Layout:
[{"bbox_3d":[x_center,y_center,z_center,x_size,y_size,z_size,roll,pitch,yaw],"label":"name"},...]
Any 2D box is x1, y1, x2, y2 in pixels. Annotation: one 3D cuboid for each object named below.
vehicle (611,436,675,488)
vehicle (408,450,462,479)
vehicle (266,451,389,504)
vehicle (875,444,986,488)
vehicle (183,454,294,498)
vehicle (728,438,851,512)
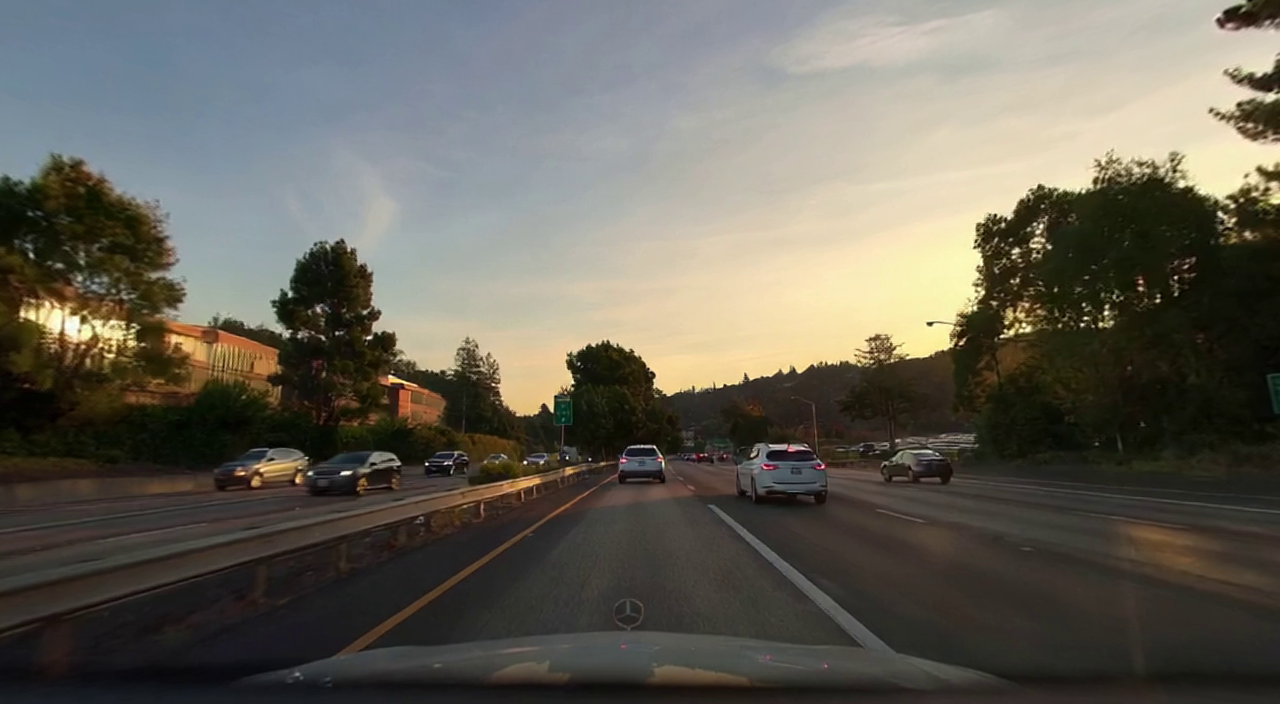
[{"bbox_3d":[0.144,4.327,25.108,2.290,1.862,4.454,0,-8,1],"label":"vehicle"},{"bbox_3d":[-14.333,7.862,44.381,2.018,1.887,5.108,0,-8,1],"label":"vehicle"},{"bbox_3d":[-10.904,4.363,22.459,1.978,1.631,4.530,0,-8,1],"label":"vehicle"},{"bbox_3d":[11.067,4.345,24.496,1.985,1.503,4.842,0,-8,0],"label":"vehicle"},{"bbox_3d":[-17.976,5.543,28.558,2.088,1.683,4.436,-2,-8,0],"label":"vehicle"},{"bbox_3d":[3.550,2.983,15.802,2.042,1.592,4.047,0,-8,-1],"label":"vehicle"}]
